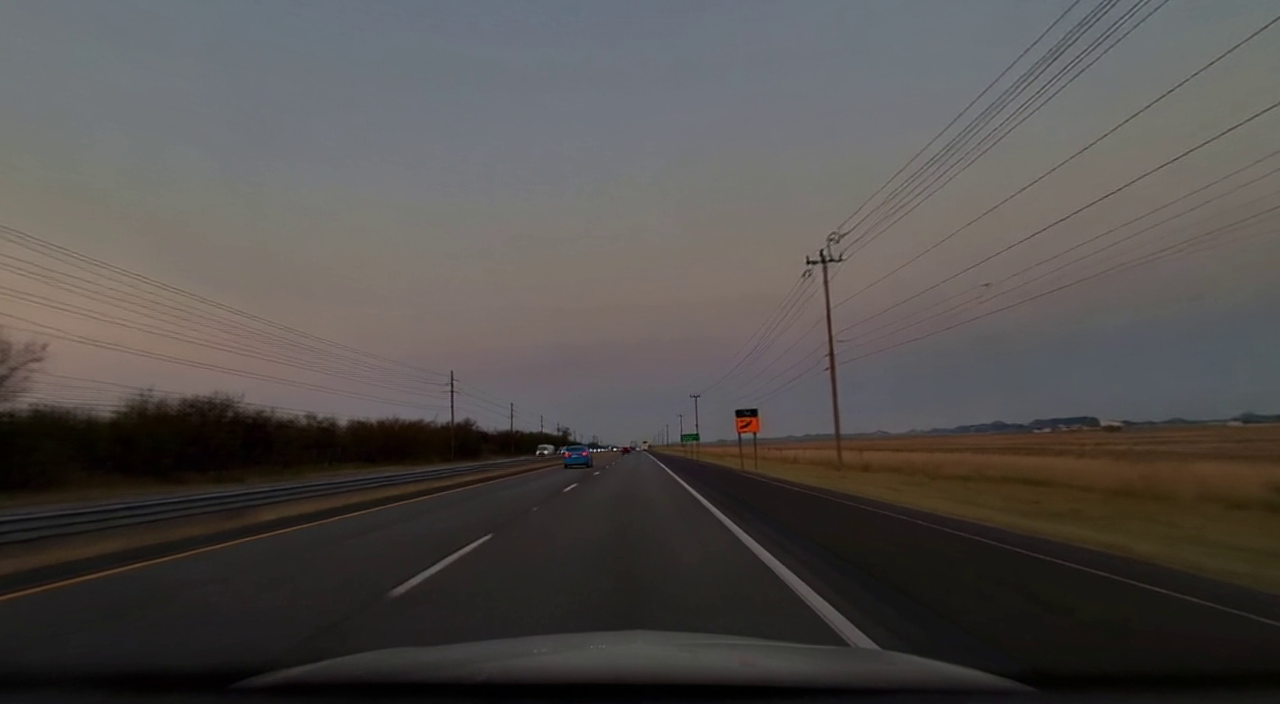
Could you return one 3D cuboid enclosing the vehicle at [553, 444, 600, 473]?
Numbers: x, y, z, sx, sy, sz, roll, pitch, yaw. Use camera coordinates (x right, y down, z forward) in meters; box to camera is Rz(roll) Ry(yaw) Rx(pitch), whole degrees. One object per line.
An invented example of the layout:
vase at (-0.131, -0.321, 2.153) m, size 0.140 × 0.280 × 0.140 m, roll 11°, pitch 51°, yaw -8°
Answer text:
vehicle at (-3.534, 6.062, 35.973) m, size 2.106 × 1.543 × 4.465 m, roll 0°, pitch -9°, yaw 1°
